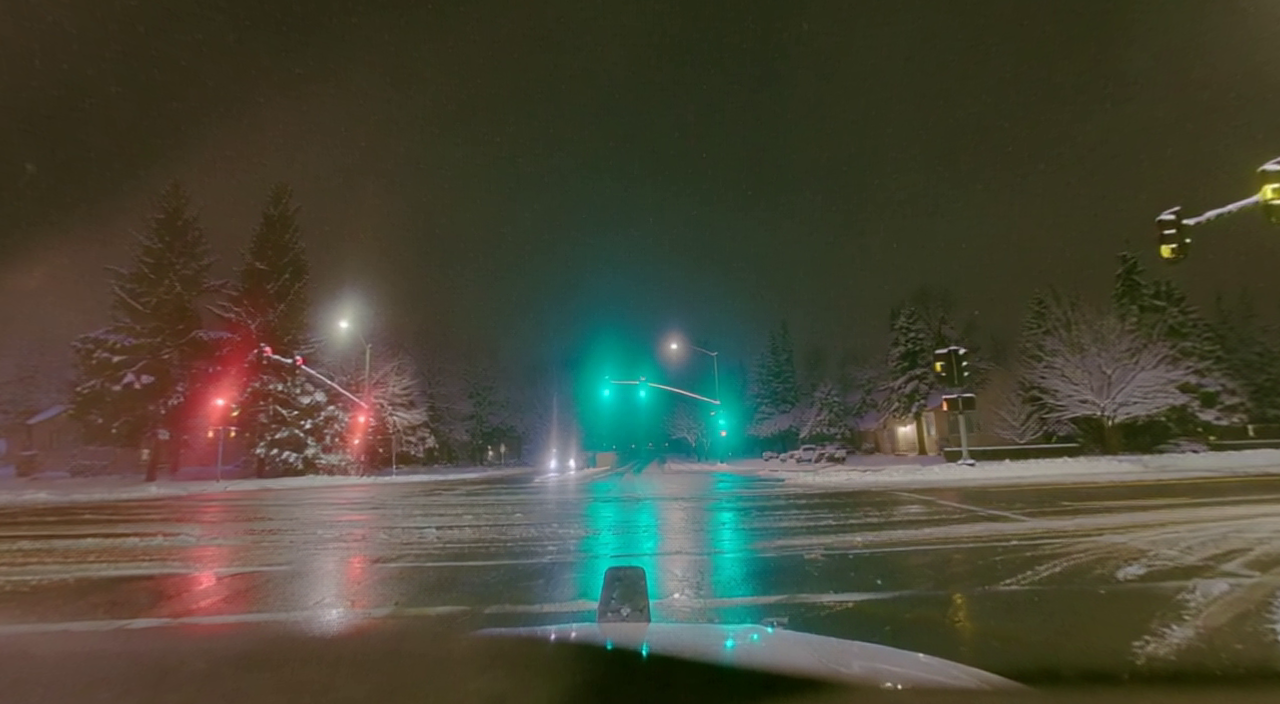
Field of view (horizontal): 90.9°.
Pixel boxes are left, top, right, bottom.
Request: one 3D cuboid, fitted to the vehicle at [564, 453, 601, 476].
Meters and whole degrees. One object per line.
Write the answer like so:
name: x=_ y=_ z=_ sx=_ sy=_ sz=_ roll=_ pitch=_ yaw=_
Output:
vehicle: x=-4.477 y=8.848 z=49.836 sx=2.030 sy=1.704 sz=4.205 roll=-1 pitch=-8 yaw=7
